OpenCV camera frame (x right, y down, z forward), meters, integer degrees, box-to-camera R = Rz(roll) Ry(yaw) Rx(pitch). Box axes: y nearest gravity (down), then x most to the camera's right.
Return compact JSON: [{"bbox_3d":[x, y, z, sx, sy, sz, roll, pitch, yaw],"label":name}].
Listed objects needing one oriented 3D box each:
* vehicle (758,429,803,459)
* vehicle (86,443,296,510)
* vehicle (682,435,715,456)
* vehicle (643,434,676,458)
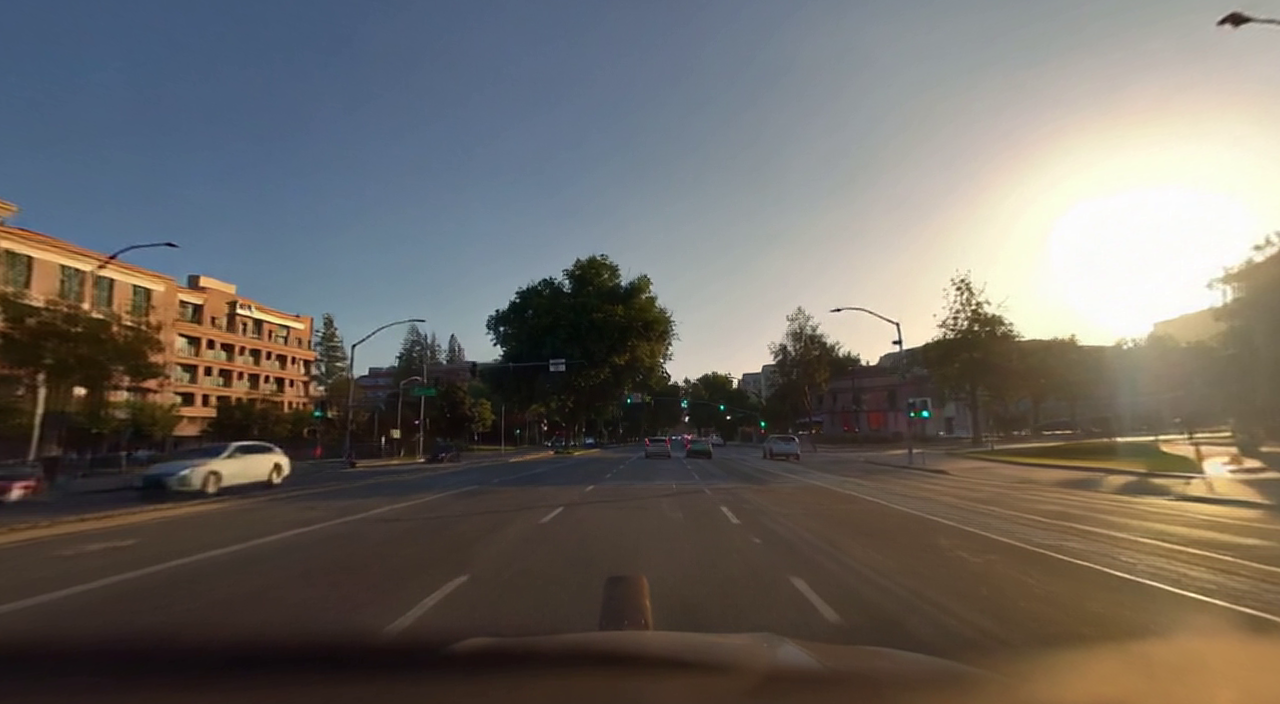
[{"bbox_3d":[9.545,6.289,43.183,2.132,1.892,4.851,-1,-8,3],"label":"vehicle"},{"bbox_3d":[-11.229,3.115,16.324,1.943,1.463,4.707,0,-8,1],"label":"vehicle"},{"bbox_3d":[4.204,6.785,45.675,1.994,1.436,4.169,0,-8,0],"label":"vehicle"},{"bbox_3d":[1.328,6.375,42.822,2.099,1.516,4.681,0,-8,2],"label":"vehicle"}]
